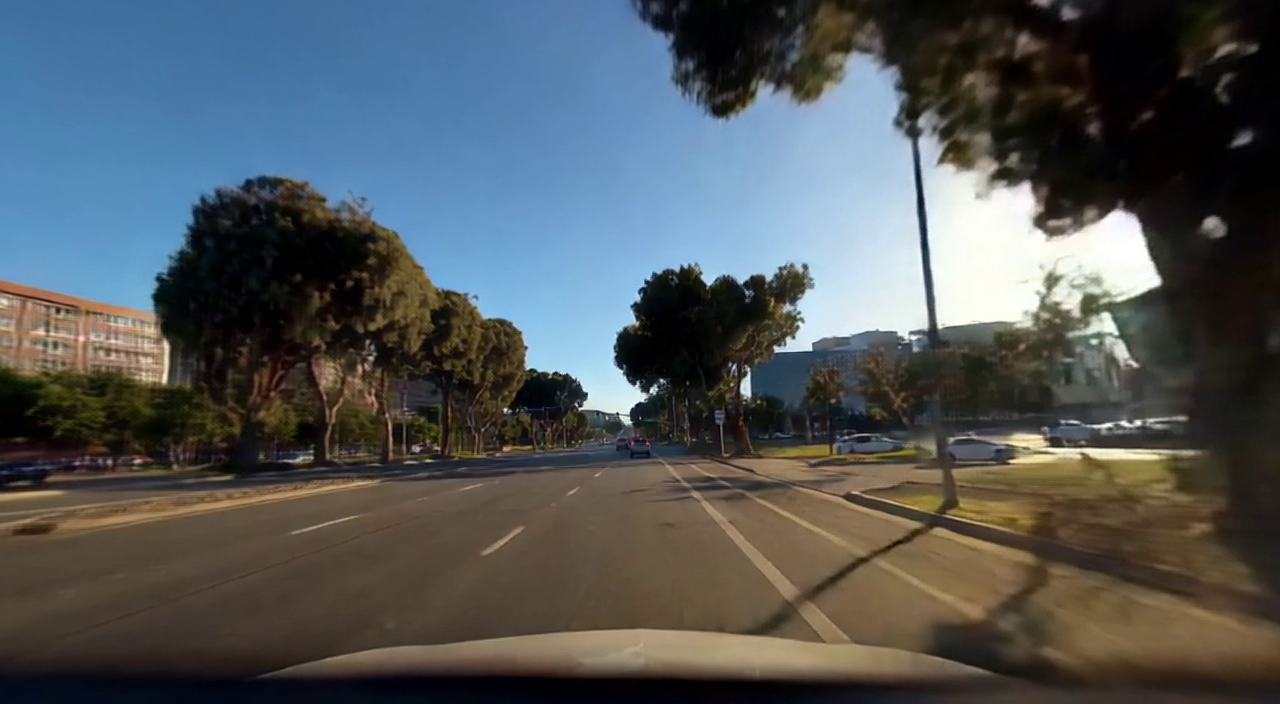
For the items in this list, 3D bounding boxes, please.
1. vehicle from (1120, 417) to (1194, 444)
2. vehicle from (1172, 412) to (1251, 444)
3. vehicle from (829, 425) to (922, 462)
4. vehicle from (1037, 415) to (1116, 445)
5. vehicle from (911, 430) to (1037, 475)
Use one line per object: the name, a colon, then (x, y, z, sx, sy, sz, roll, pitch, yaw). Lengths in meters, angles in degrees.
vehicle: (33.520, 5.127, 40.870, 4.287, 1.622, 2.088, 4, -9, -28)
vehicle: (34.746, 4.658, 38.310, 4.388, 1.793, 1.961, 4, -9, -27)
vehicle: (14.211, 5.550, 38.222, 4.702, 1.853, 2.069, -4, -8, 2)
vehicle: (30.965, 5.570, 44.686, 5.675, 1.978, 2.229, 5, -10, -30)
vehicle: (14.692, 4.417, 27.916, 4.388, 1.446, 1.808, -6, -7, 1)
